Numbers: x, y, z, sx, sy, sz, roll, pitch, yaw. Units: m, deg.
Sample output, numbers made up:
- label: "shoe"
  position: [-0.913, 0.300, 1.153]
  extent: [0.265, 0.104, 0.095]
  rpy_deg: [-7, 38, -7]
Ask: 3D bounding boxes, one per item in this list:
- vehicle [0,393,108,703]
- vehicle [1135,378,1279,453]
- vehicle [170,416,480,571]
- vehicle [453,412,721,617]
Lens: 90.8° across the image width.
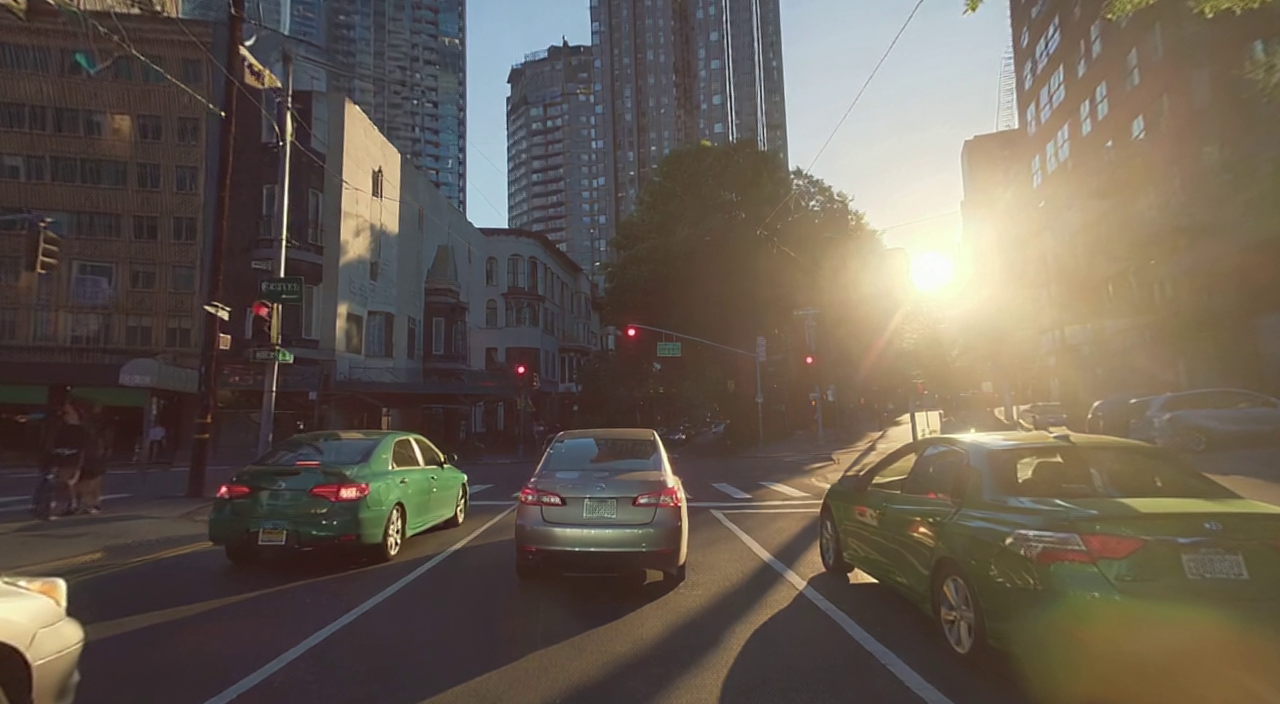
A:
- label: "vehicle"
  position: [-3.919, 0.704, 1.170]
  extent: [1.995, 1.524, 4.438]
  rpy_deg: [0, -8, 0]
- label: "vehicle"
  position: [21.625, 2.362, 22.882]
  extent: [5.863, 2.493, 2.354]
  rpy_deg: [2, -9, -11]
- label: "vehicle"
  position: [-3.693, 1.733, 8.506]
  extent: [1.934, 1.522, 4.287]
  rpy_deg: [0, -8, 0]
- label: "vehicle"
  position: [-0.412, 1.505, 6.742]
  extent: [1.999, 1.520, 3.896]
  rpy_deg: [0, -8, -1]
